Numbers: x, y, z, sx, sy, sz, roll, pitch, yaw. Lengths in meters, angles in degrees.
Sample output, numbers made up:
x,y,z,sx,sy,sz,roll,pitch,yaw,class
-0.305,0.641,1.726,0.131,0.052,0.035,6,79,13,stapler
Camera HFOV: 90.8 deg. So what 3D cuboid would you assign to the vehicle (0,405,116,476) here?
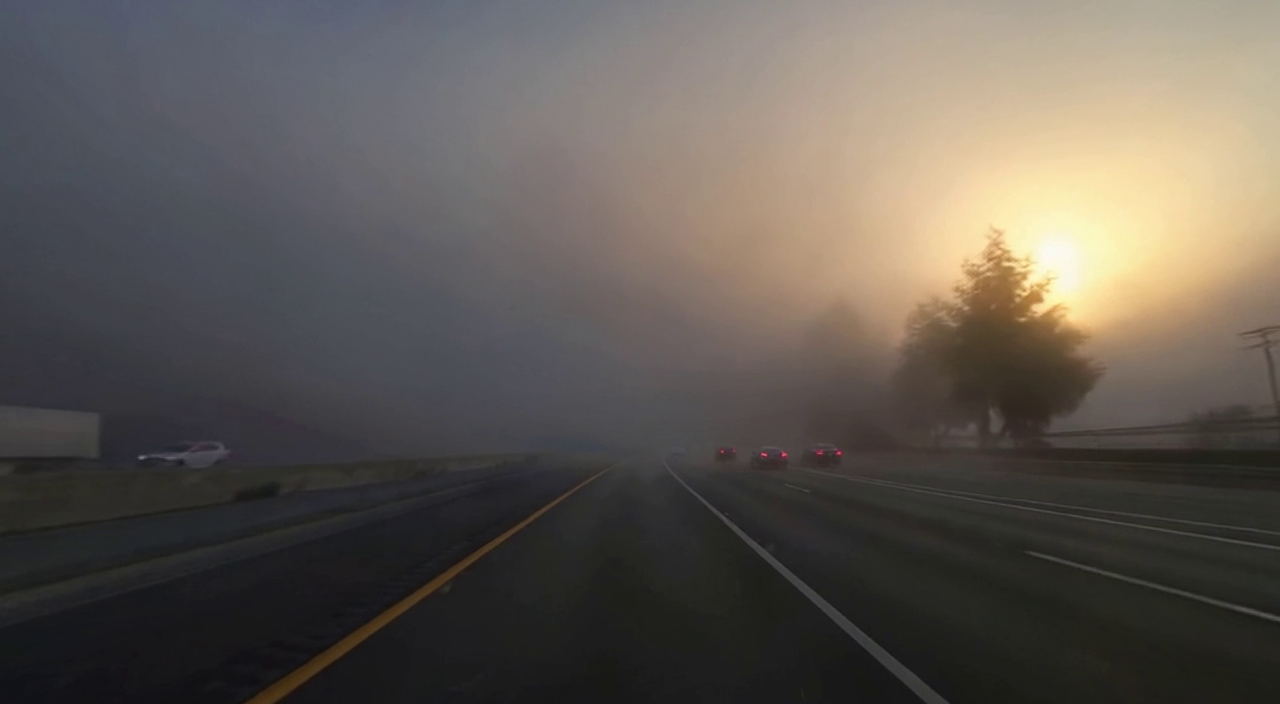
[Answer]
x,y,z,sx,sy,sz,roll,pitch,yaw,class
-39.023,5.135,36.611,2.933,4.165,16.704,0,-9,1,vehicle
